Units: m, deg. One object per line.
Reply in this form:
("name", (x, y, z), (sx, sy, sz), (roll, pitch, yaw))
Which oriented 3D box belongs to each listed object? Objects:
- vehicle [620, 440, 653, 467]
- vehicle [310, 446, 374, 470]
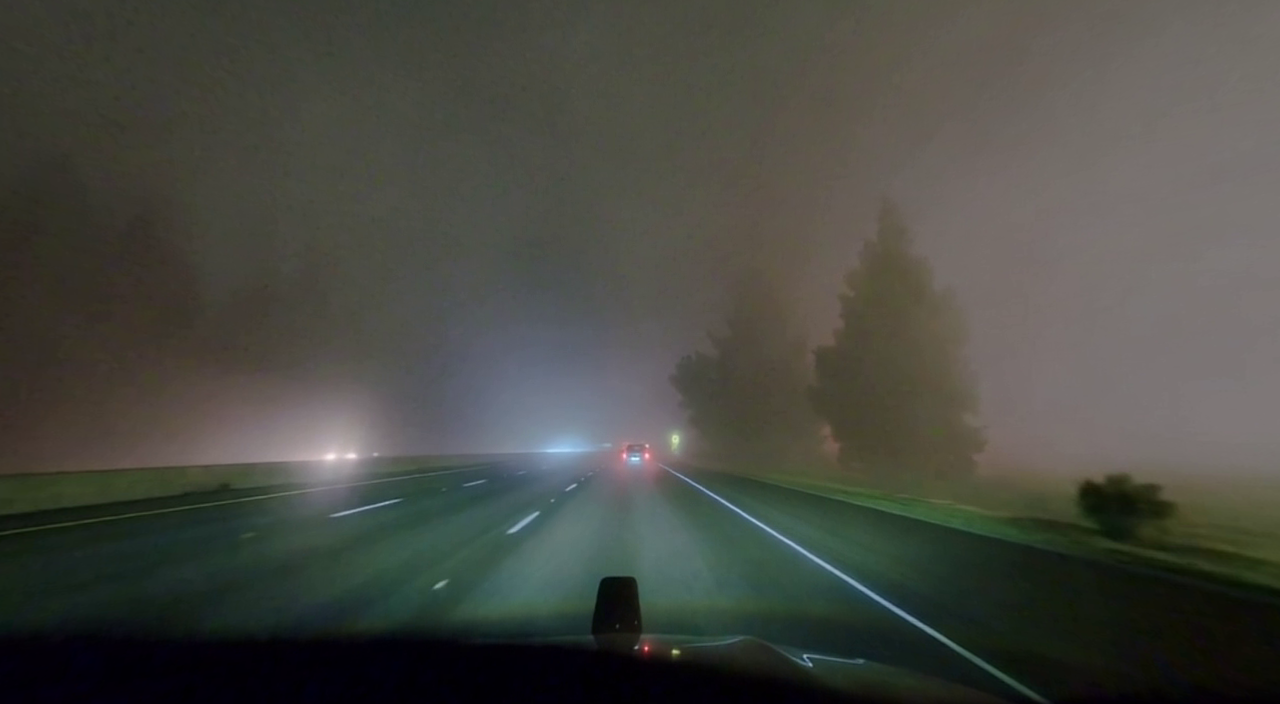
("vehicle", (-0.231, 6.815, 42.475), (2.120, 1.715, 4.153), (0, -9, -1))
("vehicle", (-20.102, 7.163, 42.661), (2.024, 1.483, 4.685), (0, -9, 0))
